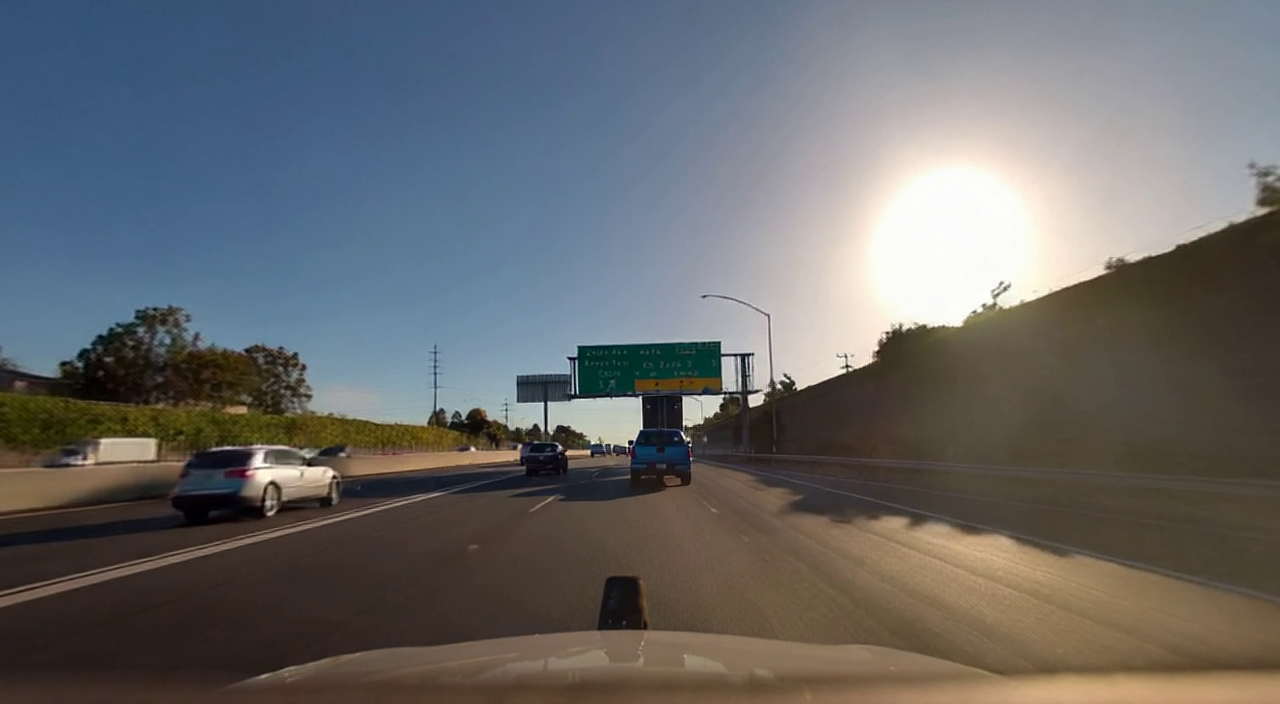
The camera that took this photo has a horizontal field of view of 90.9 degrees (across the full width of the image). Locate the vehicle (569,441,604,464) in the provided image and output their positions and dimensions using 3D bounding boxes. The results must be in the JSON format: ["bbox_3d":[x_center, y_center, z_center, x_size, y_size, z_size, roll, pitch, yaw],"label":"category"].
[{"bbox_3d":[-3.788,7.174,45.155,2.061,1.584,4.290,0,-8,1],"label":"vehicle"}]

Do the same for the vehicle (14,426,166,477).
[{"bbox_3d":[-34.270,6.234,39.788,2.699,2.920,7.178,-1,-8,4],"label":"vehicle"}]

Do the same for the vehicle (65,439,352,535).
[{"bbox_3d":[-7.756,2.436,12.137,2.081,1.463,4.749,0,-8,1],"label":"vehicle"}]

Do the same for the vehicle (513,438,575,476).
[{"bbox_3d":[-4.250,4.749,28.737,1.961,1.591,4.756,0,-8,1],"label":"vehicle"}]

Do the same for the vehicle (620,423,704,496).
[{"bbox_3d":[0.543,3.028,18.091,2.083,1.792,4.782,0,-8,0],"label":"vehicle"}]
